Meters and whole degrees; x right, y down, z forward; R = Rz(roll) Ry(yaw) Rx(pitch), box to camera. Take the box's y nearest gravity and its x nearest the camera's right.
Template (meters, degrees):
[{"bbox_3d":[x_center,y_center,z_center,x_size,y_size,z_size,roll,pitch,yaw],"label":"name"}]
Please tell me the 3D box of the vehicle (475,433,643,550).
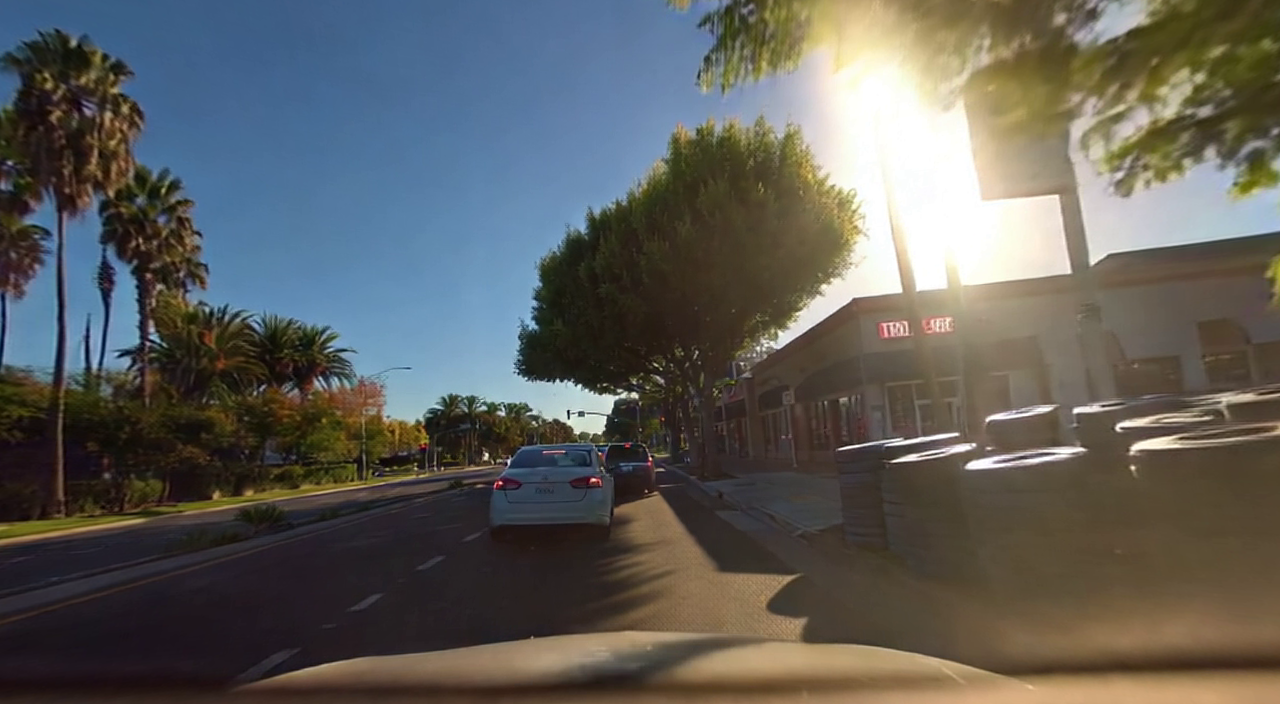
[{"bbox_3d":[-1.098,2.127,10.306,2.169,1.495,4.048,0,-8,-1],"label":"vehicle"}]
